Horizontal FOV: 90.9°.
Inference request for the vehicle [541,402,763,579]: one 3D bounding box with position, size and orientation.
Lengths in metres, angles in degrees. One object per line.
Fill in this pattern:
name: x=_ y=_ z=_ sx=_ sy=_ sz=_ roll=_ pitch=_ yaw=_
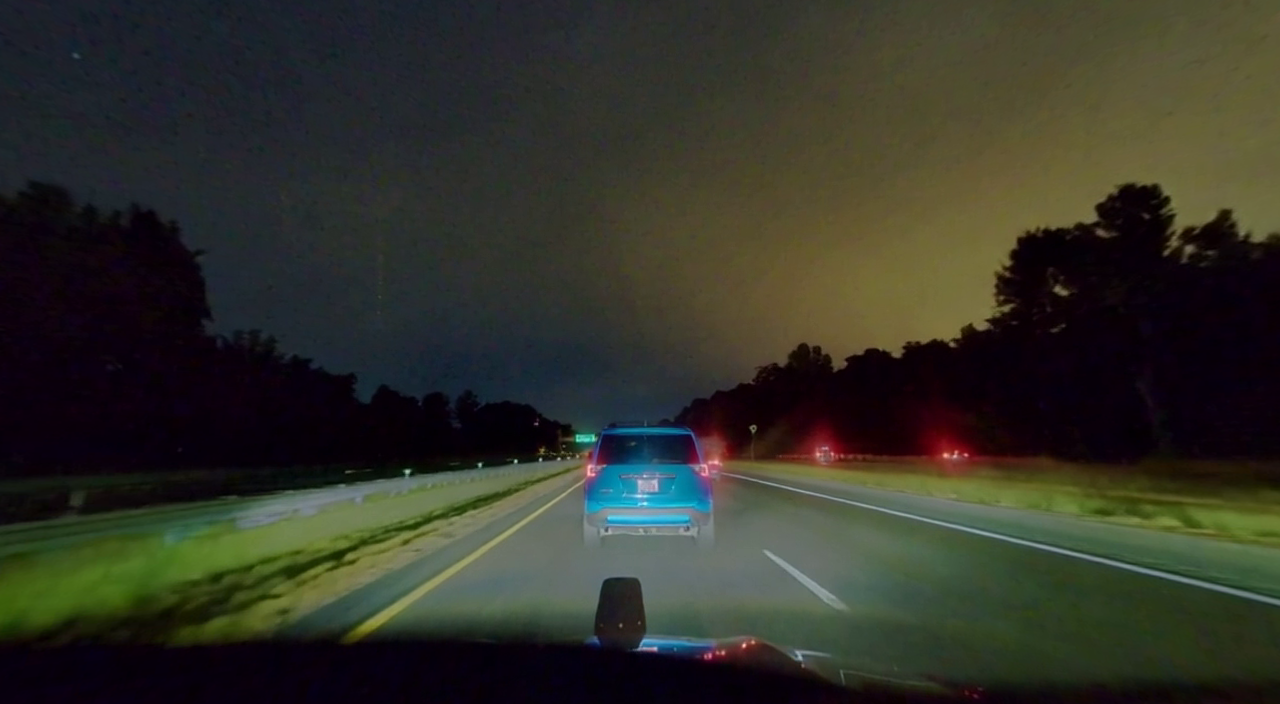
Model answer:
vehicle: x=0.129 y=1.752 z=8.629 sx=2.288 sy=1.823 sz=4.059 roll=0 pitch=-9 yaw=0
